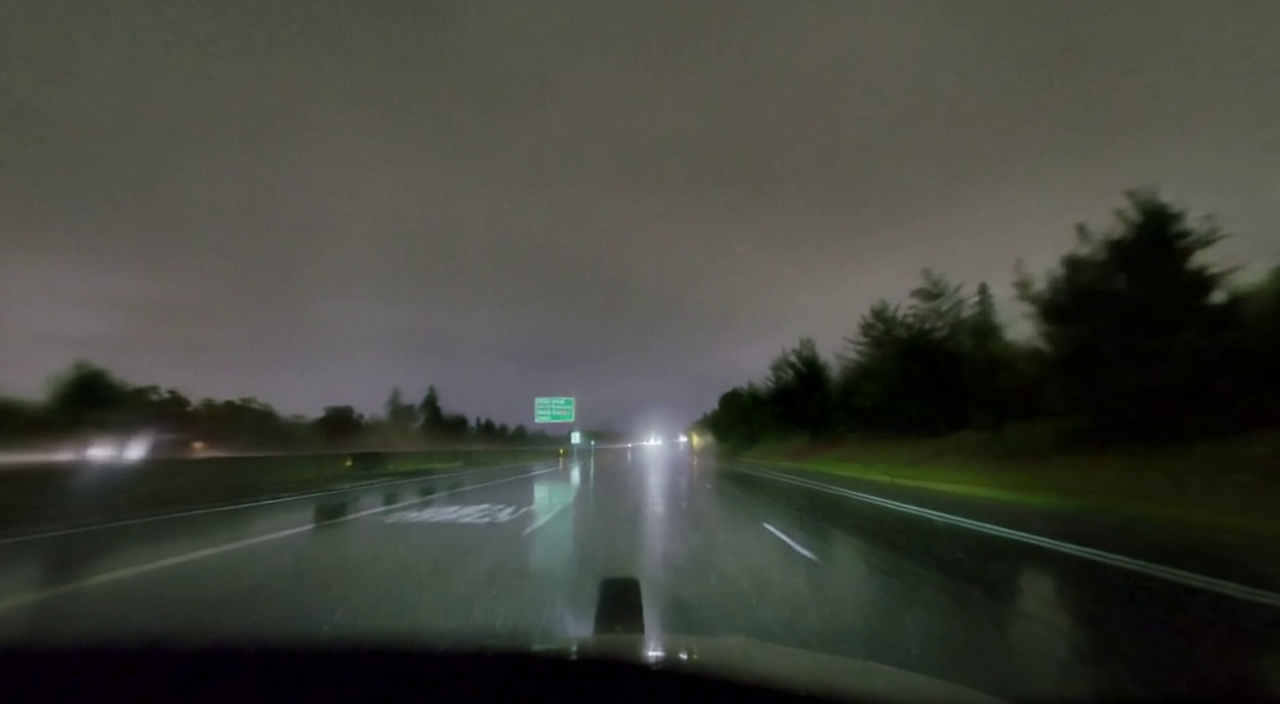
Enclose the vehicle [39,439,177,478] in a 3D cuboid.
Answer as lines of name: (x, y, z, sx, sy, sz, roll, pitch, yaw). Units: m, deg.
vehicle: (-24.354, 4.871, 29.222, 2.041, 1.643, 4.897, 0, -8, 1)
